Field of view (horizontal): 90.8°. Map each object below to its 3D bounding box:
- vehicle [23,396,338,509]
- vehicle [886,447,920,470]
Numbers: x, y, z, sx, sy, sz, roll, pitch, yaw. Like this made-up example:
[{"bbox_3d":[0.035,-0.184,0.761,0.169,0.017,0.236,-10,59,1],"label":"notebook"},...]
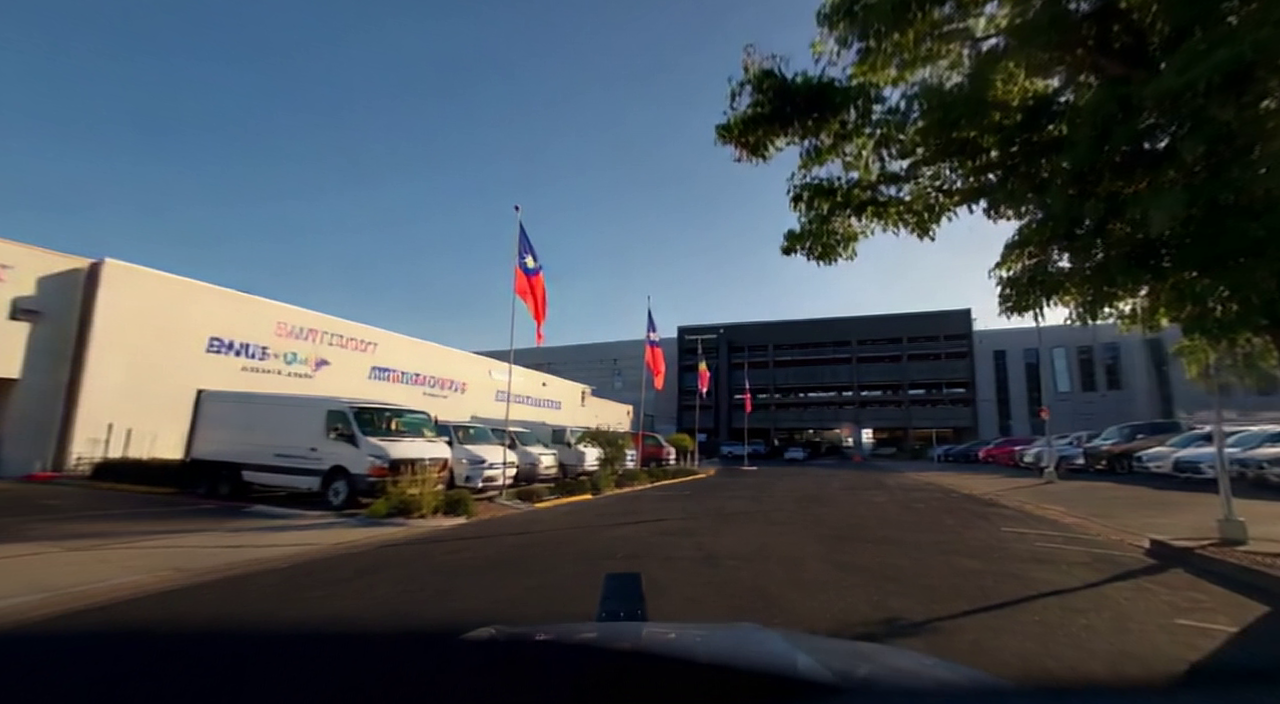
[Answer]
[{"bbox_3d":[-10.300,2.178,14.182,6.632,2.126,2.228,-3,-7,20],"label":"vehicle"},{"bbox_3d":[20.335,8.182,48.983,2.026,1.659,4.314,-3,-9,18],"label":"vehicle"}]
